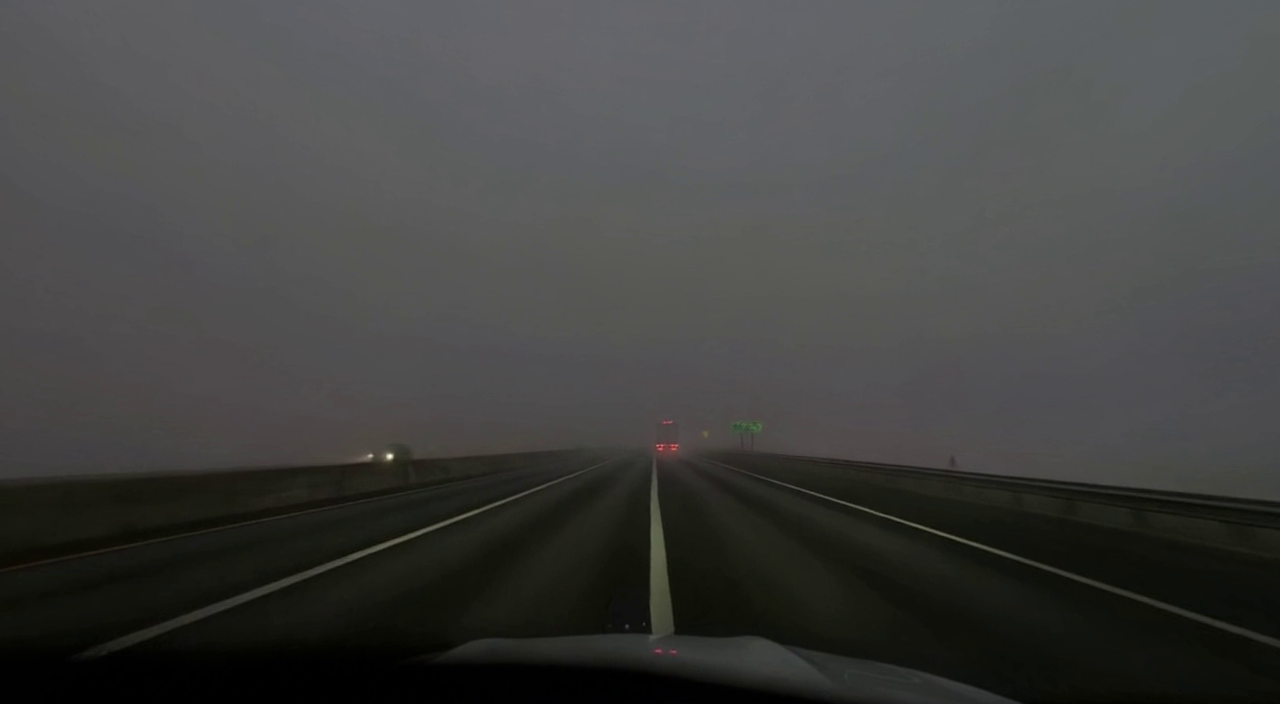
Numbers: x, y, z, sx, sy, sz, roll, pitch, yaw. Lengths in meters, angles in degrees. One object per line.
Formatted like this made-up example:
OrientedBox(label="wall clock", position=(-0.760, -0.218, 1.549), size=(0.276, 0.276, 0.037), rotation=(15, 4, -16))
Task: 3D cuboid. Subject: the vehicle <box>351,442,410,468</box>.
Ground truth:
OrientedBox(label="vehicle", position=(-20.002, 7.961, 48.761), size=(2.108, 1.860, 5.247), rotation=(0, -8, 2))
